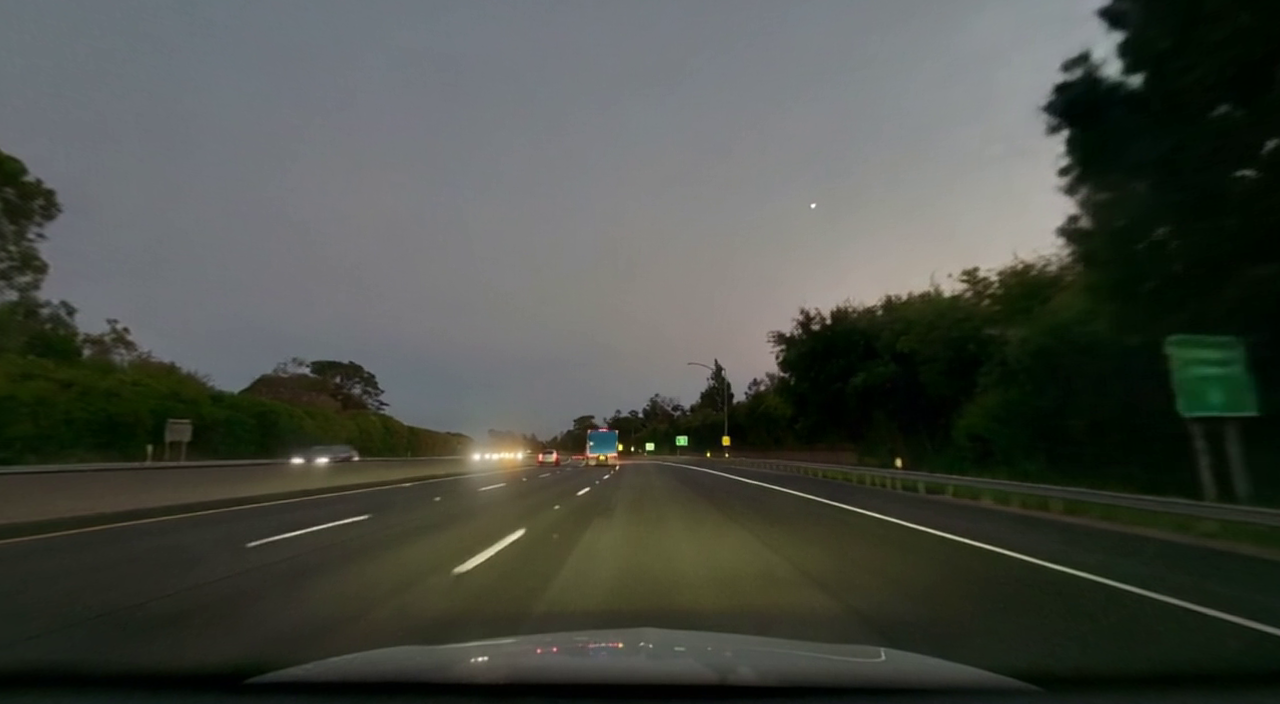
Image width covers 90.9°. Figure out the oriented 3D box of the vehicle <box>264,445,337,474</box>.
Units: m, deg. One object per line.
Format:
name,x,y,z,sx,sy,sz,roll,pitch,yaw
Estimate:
vehicle,-21.034,6.668,39.323,1.989,1.658,4.584,0,-9,0
